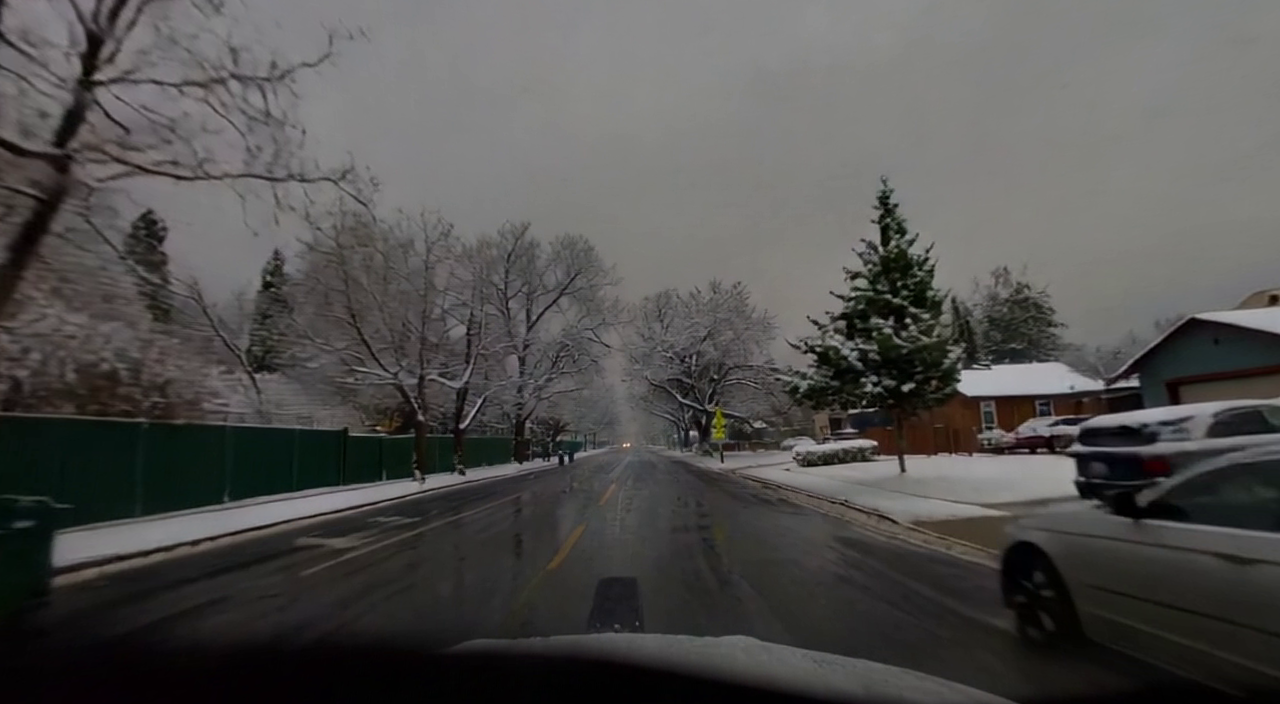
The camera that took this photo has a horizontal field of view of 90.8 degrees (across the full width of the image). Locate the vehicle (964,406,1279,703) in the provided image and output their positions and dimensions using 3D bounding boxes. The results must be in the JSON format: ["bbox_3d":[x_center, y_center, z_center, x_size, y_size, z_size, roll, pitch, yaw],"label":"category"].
[{"bbox_3d":[3.686,0.970,2.471,2.051,1.524,5.047,0,-8,-2],"label":"vehicle"}]
